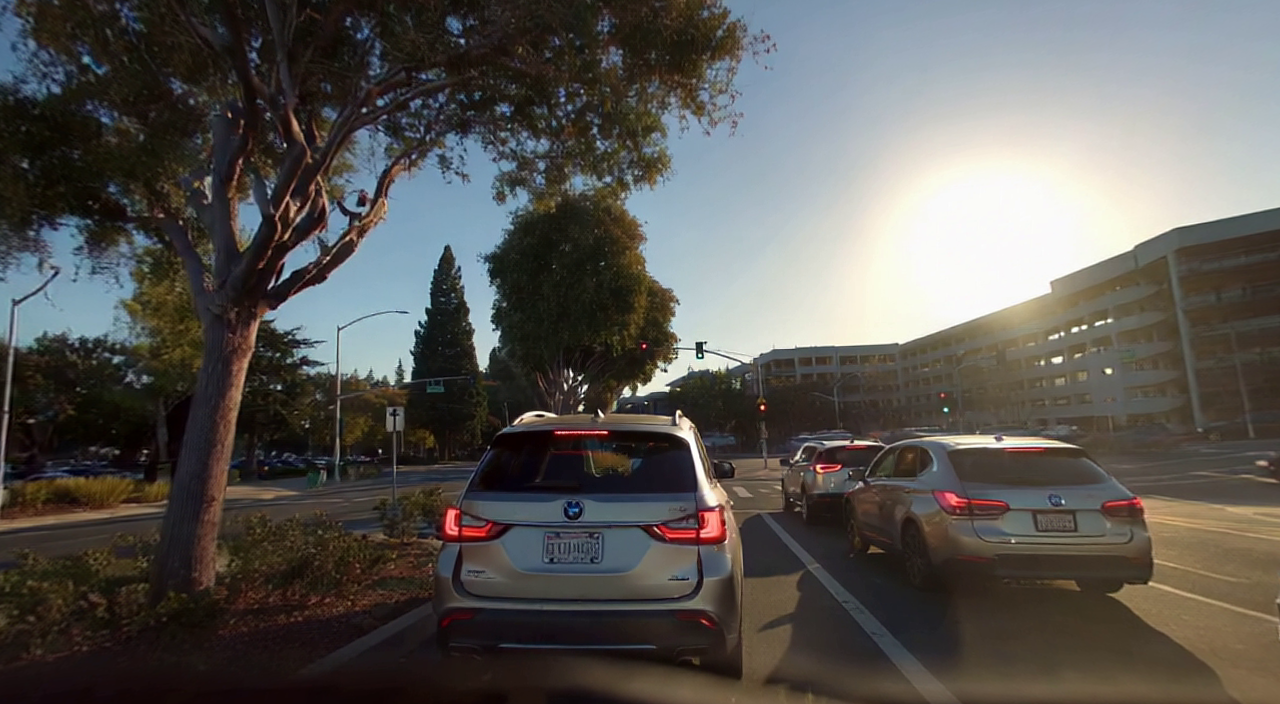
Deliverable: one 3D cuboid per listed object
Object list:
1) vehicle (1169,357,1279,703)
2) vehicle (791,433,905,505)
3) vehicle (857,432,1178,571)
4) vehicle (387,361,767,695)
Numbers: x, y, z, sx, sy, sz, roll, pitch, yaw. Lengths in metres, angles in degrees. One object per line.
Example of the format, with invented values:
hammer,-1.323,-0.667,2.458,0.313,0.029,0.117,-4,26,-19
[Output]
vehicle,4.061,0.605,1.118,1.993,1.719,4.953,0,-8,1
vehicle,5.329,3.032,16.731,1.994,1.638,4.100,-1,-9,6
vehicle,4.889,1.965,9.173,1.963,1.480,4.553,0,-8,2
vehicle,-0.209,1.237,5.564,2.021,1.742,4.295,-1,-8,4
